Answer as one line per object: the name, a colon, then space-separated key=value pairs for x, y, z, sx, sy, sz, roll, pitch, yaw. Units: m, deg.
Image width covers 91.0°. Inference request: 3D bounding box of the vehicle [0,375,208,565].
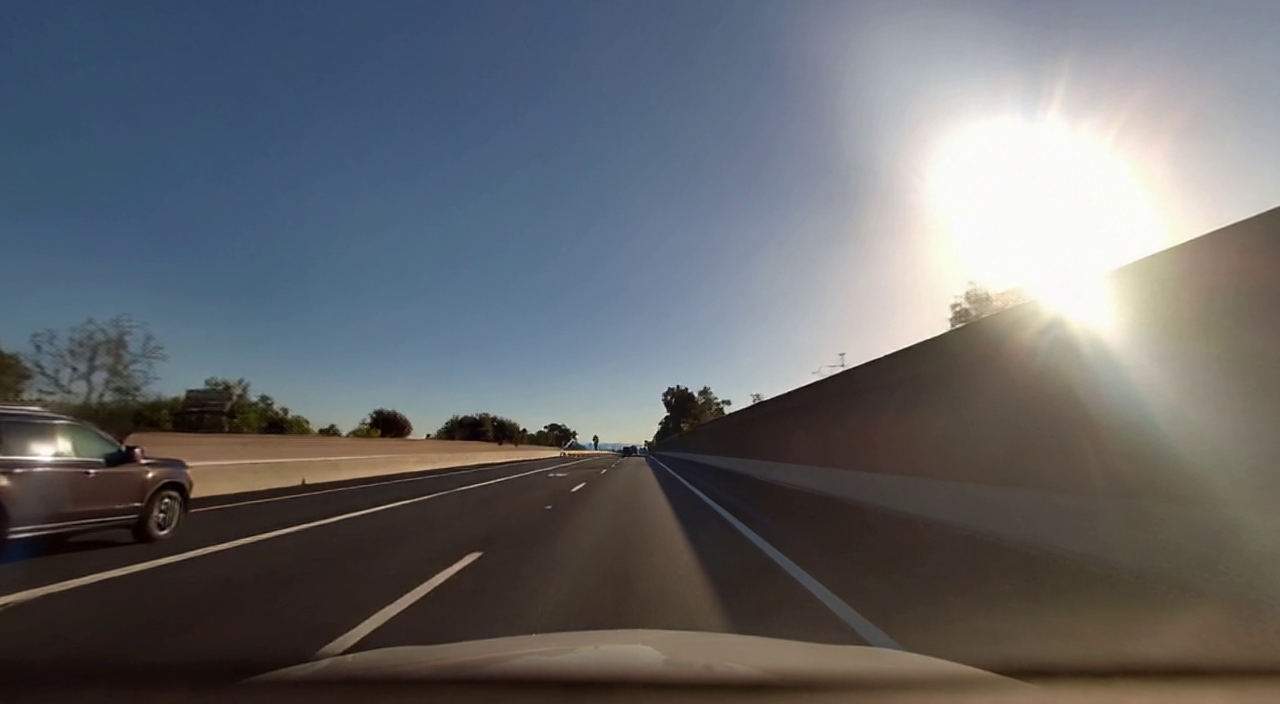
vehicle: x=-7.719 y=1.300 z=7.069 sx=2.163 sy=1.947 sz=4.959 roll=0 pitch=-8 yaw=0
